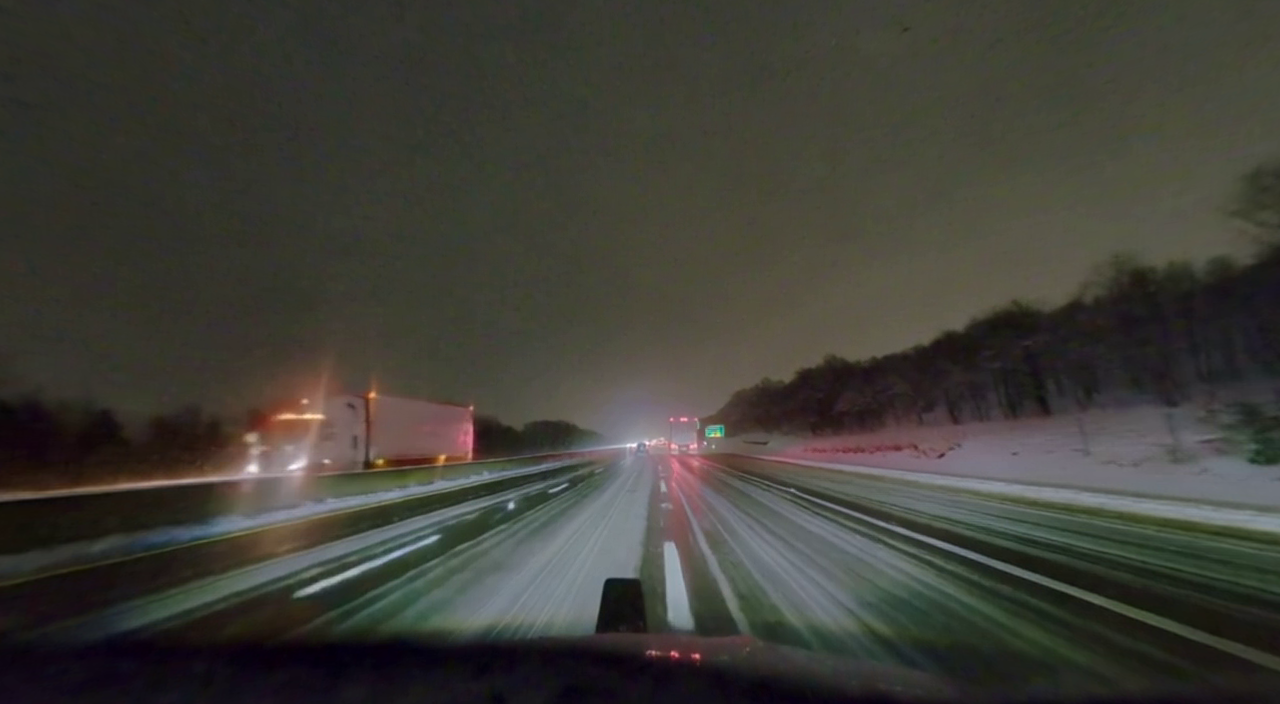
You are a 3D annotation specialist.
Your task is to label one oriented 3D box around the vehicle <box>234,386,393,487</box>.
[{"bbox_3d":[-14.795,3.980,29.533,3.082,4.101,7.563,0,-8,2],"label":"vehicle"}]
